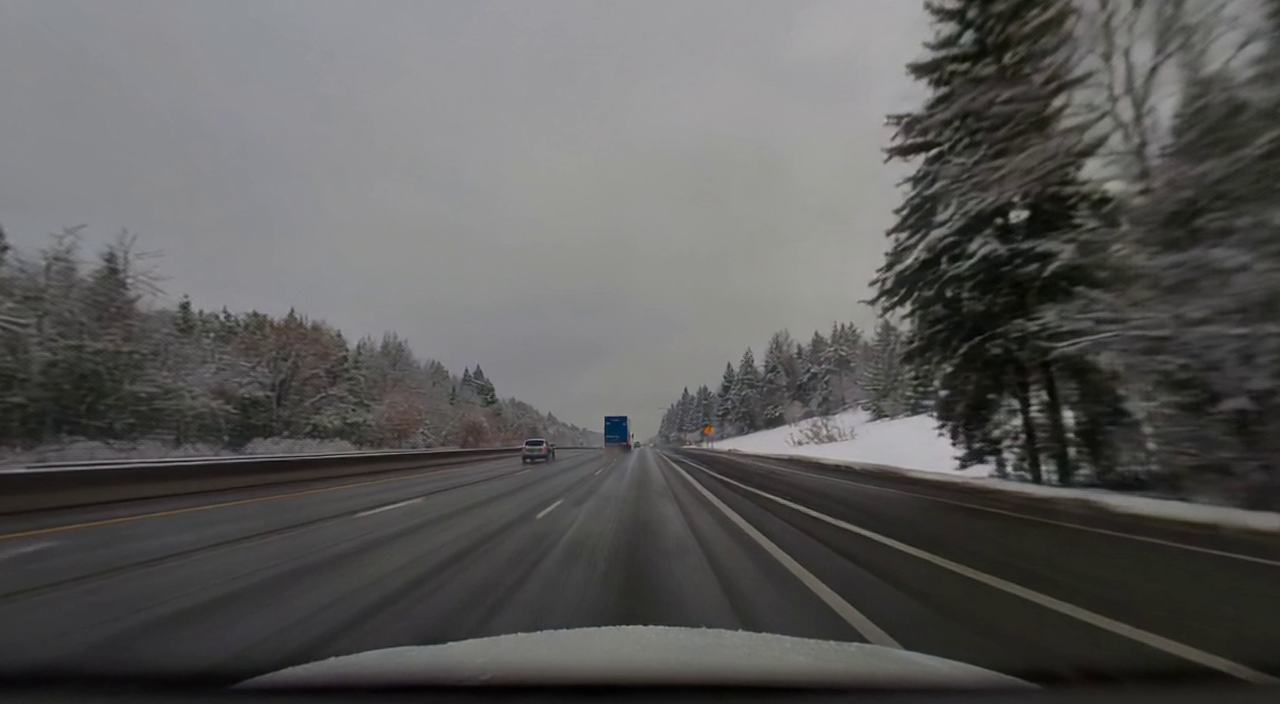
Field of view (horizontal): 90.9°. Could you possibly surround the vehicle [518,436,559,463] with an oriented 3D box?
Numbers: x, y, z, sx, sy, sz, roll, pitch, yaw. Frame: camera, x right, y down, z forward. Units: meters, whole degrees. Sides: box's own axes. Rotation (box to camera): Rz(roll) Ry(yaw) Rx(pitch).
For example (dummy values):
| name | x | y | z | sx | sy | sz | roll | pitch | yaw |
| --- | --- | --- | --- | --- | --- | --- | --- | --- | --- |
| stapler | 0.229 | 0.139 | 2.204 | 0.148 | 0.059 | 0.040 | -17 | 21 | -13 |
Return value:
| name | x | y | z | sx | sy | sz | roll | pitch | yaw |
| --- | --- | --- | --- | --- | --- | --- | --- | --- | --- |
| vehicle | -7.039 | 6.843 | 44.365 | 2.043 | 1.828 | 4.436 | 0 | -8 | 1 |
